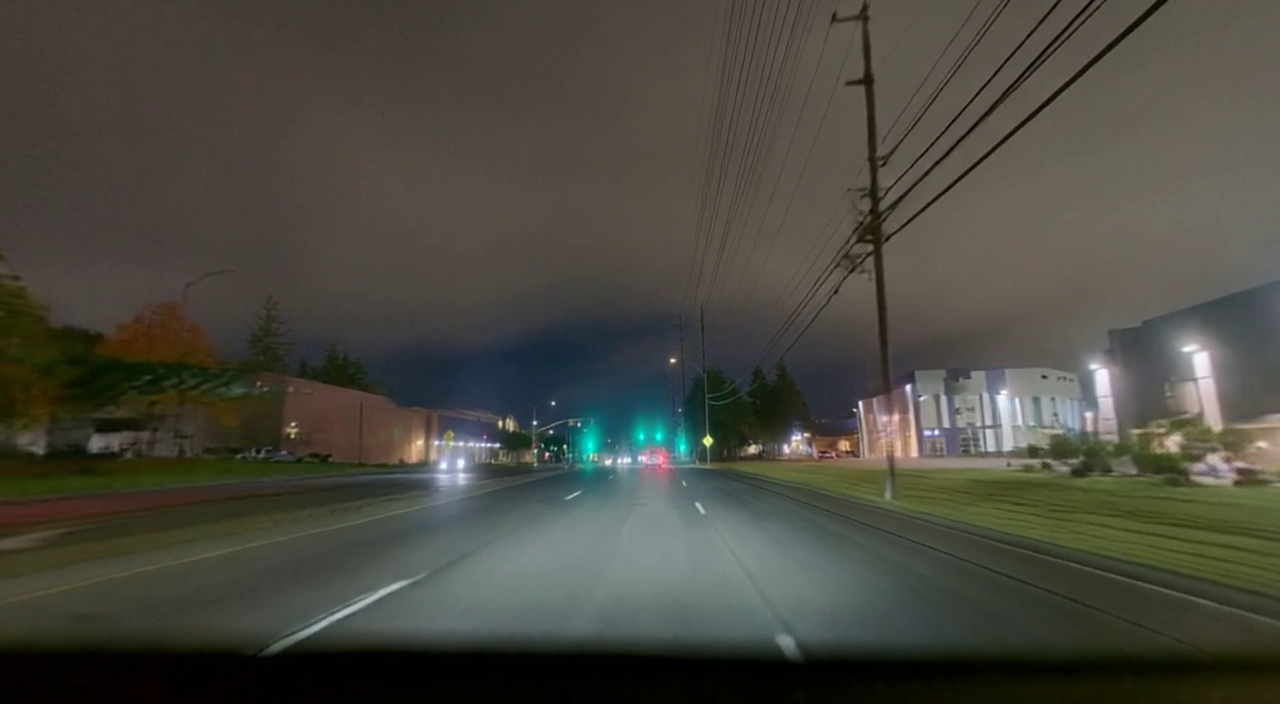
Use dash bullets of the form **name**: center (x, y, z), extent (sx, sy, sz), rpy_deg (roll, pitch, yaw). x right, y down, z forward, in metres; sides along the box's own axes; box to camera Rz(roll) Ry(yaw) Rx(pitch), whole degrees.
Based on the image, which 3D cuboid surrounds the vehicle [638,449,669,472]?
- **vehicle**: center (0.932, 7.628, 44.499), extent (2.114, 1.492, 4.453), rpy_deg (0, -8, 1)

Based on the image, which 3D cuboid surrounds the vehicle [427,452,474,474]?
- **vehicle**: center (-13.424, 7.884, 44.908), extent (1.831, 1.474, 4.352), rpy_deg (-1, -8, 2)
